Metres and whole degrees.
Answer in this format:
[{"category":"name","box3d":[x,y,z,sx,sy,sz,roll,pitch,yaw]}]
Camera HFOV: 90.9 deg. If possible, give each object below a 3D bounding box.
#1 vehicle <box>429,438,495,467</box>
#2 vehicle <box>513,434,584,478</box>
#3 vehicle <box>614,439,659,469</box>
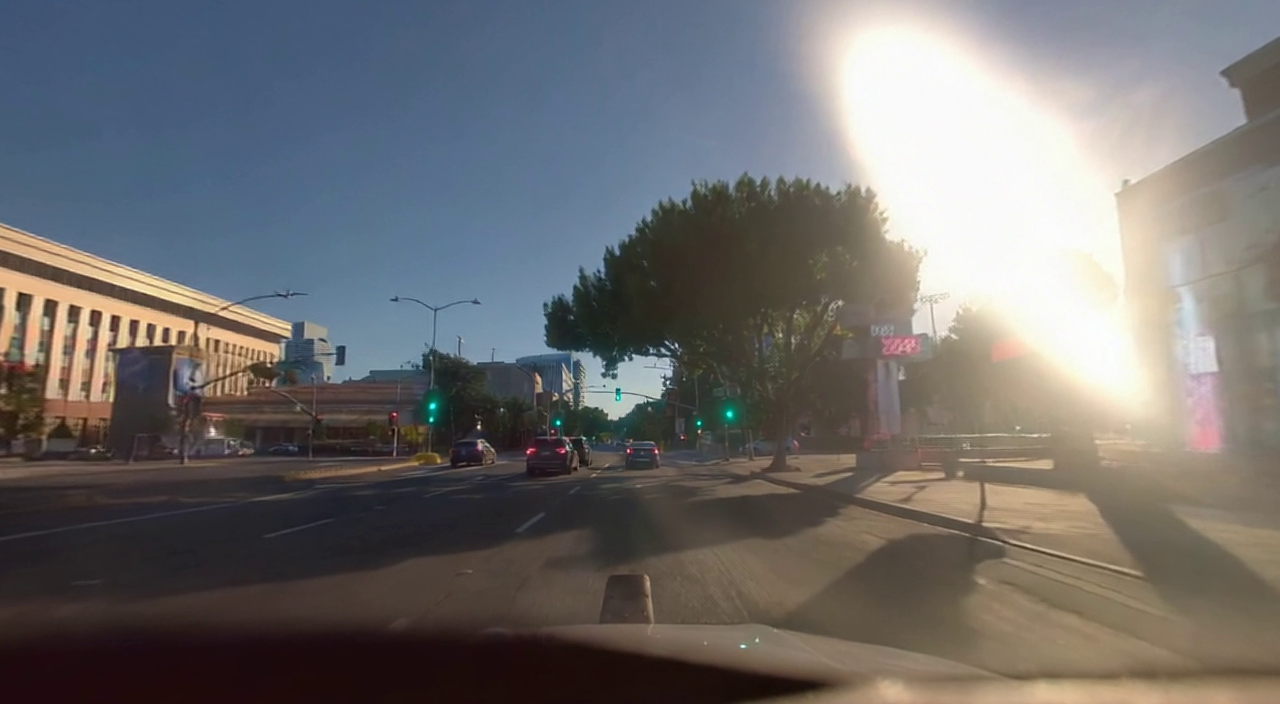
[{"category":"vehicle","box3d":[-9.733,5.542,34.891,2.096,1.474,4.585,-1,-8,3]},{"category":"vehicle","box3d":[-3.414,3.997,24.461,2.029,1.517,4.375,0,-8,1]},{"category":"vehicle","box3d":[-0.135,5.457,34.070,2.258,1.507,3.896,-1,-8,2]}]
